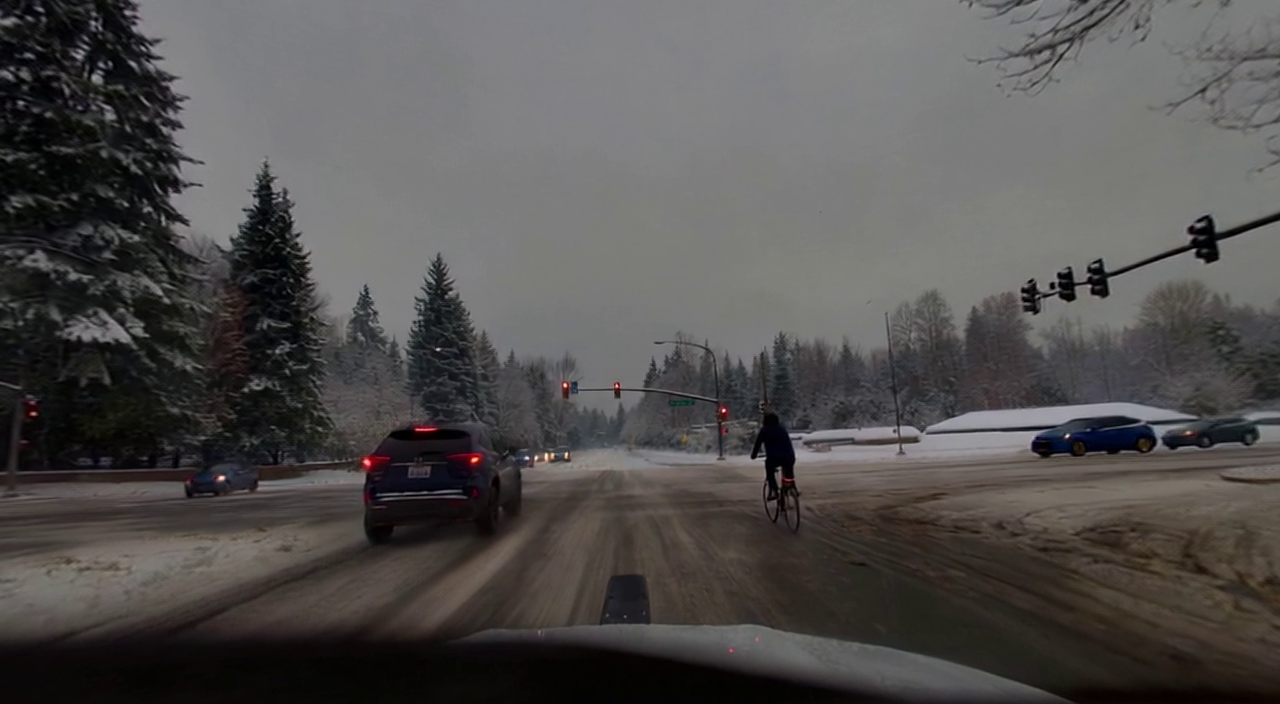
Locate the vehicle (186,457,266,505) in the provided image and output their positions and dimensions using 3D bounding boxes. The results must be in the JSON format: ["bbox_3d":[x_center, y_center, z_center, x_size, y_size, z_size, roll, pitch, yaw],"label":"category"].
[{"bbox_3d":[-15.381,4.756,23.678,2.171,1.474,4.513,5,-10,-30],"label":"vehicle"}]

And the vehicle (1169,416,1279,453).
[{"bbox_3d":[25.730,3.560,27.046,4.716,1.507,1.904,2,-9,-11],"label":"vehicle"}]

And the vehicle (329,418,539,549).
[{"bbox_3d":[-3.156,2.118,10.870,2.049,1.756,4.602,0,-8,0],"label":"vehicle"}]

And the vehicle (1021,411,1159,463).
[{"bbox_3d":[18.544,3.527,26.086,4.237,1.948,1.997,0,-9,-9],"label":"vehicle"}]
